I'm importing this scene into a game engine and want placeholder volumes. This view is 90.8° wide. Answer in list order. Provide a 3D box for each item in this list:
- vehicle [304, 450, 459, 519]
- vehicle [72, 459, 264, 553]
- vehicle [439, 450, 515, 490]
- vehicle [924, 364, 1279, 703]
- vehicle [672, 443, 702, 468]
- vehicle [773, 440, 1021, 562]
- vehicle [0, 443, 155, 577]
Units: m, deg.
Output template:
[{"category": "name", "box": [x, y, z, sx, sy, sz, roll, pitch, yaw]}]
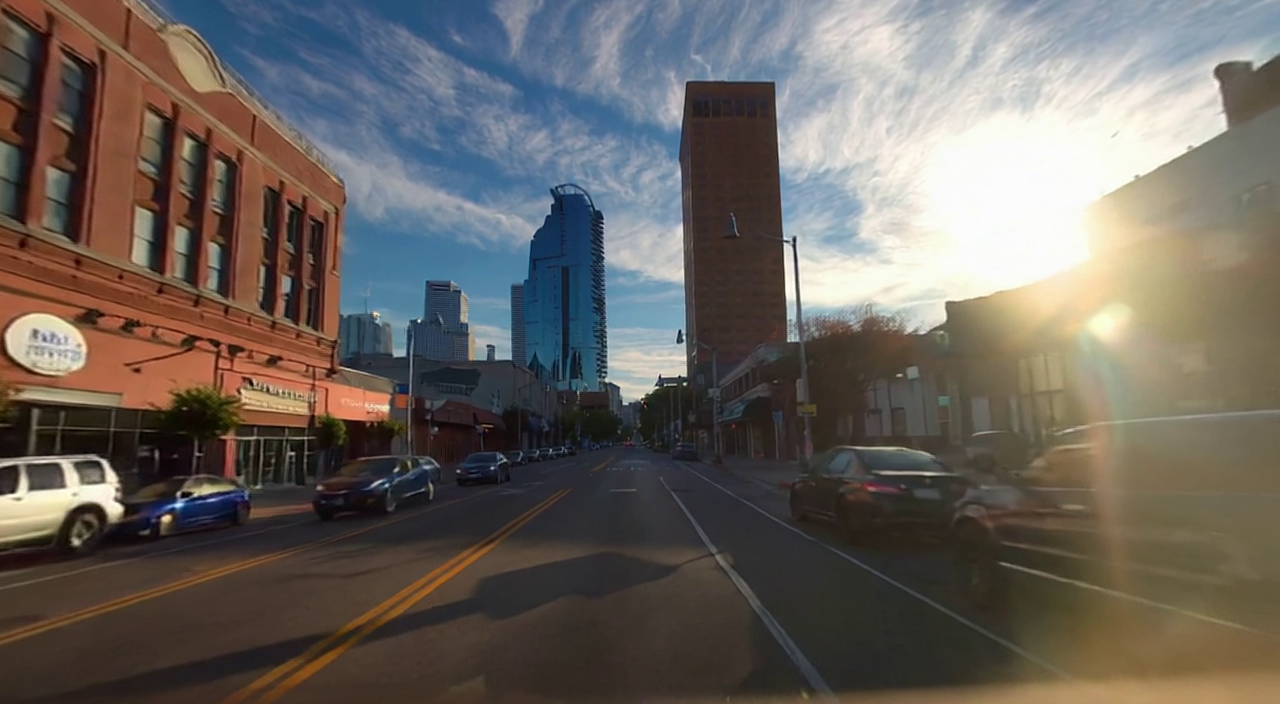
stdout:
[{"category": "vehicle", "box": [-6.432, 3.315, 16.458, 1.993, 1.484, 4.812, 0, -8, 0]}, {"category": "vehicle", "box": [-11.122, 3.580, 15.265, 1.812, 1.538, 3.761, -3, -5, 0]}, {"category": "vehicle", "box": [-6.632, 4.833, 26.240, 1.962, 1.475, 4.580, 0, -8, 0]}, {"category": "vehicle", "box": [3.832, 1.075, 3.816, 1.881, 1.751, 4.859, 0, -8, -1]}, {"category": "vehicle", "box": [3.531, 7.904, 48.531, 2.118, 1.779, 5.121, -1, -8, 2]}, {"category": "vehicle", "box": [3.687, 2.192, 10.238, 1.937, 1.481, 4.760, 0, -8, -1]}, {"category": "vehicle", "box": [-11.166, 2.629, 10.371, 2.188, 1.951, 5.650, -2, -6, -3]}]
